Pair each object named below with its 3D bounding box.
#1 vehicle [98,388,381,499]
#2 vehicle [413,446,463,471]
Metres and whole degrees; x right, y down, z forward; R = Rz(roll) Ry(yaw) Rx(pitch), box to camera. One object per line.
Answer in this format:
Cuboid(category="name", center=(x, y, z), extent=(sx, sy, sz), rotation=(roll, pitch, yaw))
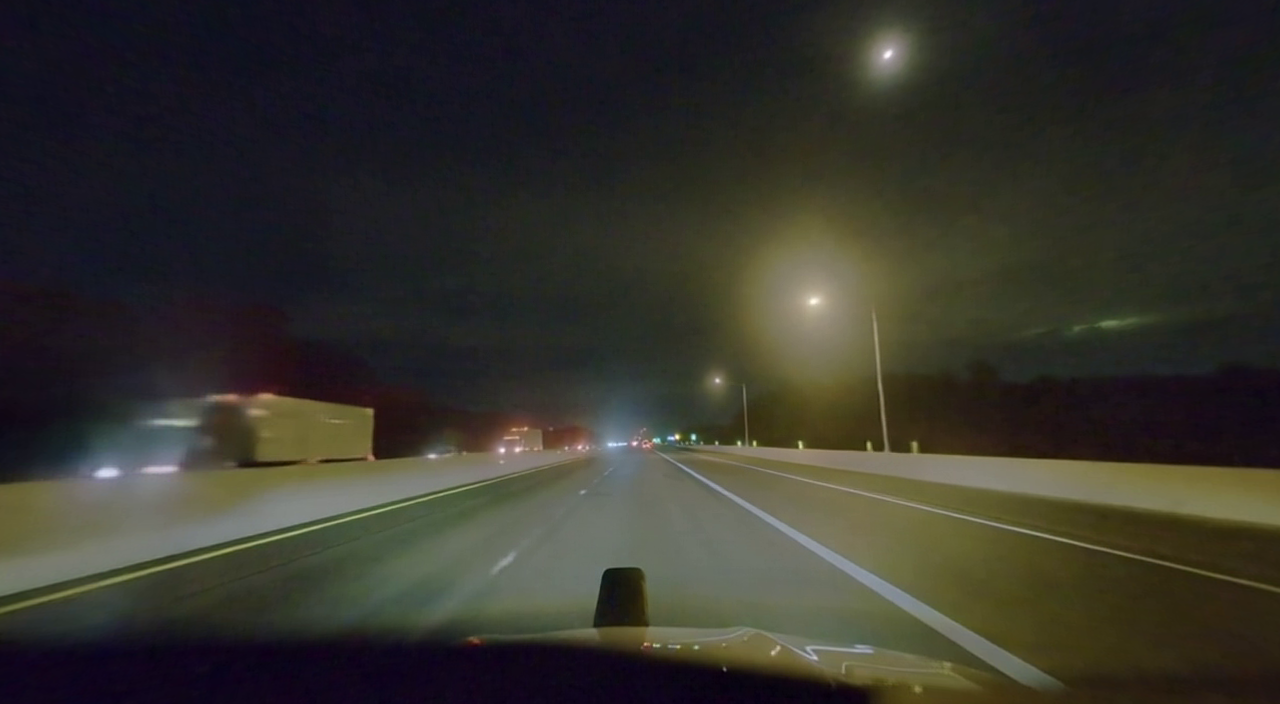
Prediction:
Cuboid(category="vehicle", center=(-18.230, 4.592, 31.653), extent=(3.275, 4.067, 16.823), rotation=(0, -8, 0))
Cuboid(category="vehicle", center=(-13.788, 7.289, 43.125), extent=(1.905, 1.587, 4.385), rotation=(0, -8, 0))
